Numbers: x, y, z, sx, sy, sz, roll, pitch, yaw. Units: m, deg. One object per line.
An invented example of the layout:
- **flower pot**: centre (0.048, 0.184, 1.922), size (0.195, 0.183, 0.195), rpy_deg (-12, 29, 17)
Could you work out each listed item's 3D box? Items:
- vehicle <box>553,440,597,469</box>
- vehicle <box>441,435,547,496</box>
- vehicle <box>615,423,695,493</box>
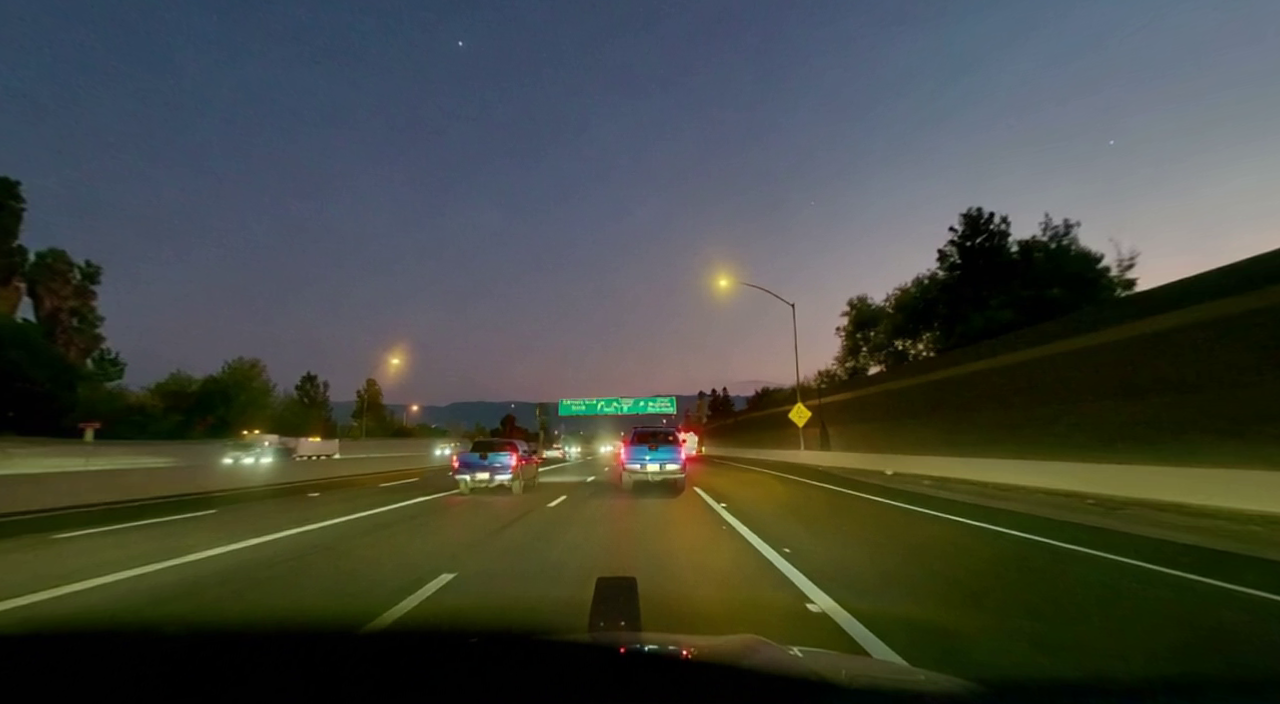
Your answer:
- **vehicle**: centre (-3.811, 6.049, 37.480), size (2.061, 1.584, 4.290), rpy_deg (0, -8, 1)
- **vehicle**: centre (-4.212, 3.350, 19.046), size (1.961, 1.591, 4.756), rpy_deg (-1, -8, 1)
- **vehicle**: centre (0.412, 3.121, 18.882), size (2.083, 1.792, 4.782), rpy_deg (0, -8, 1)
